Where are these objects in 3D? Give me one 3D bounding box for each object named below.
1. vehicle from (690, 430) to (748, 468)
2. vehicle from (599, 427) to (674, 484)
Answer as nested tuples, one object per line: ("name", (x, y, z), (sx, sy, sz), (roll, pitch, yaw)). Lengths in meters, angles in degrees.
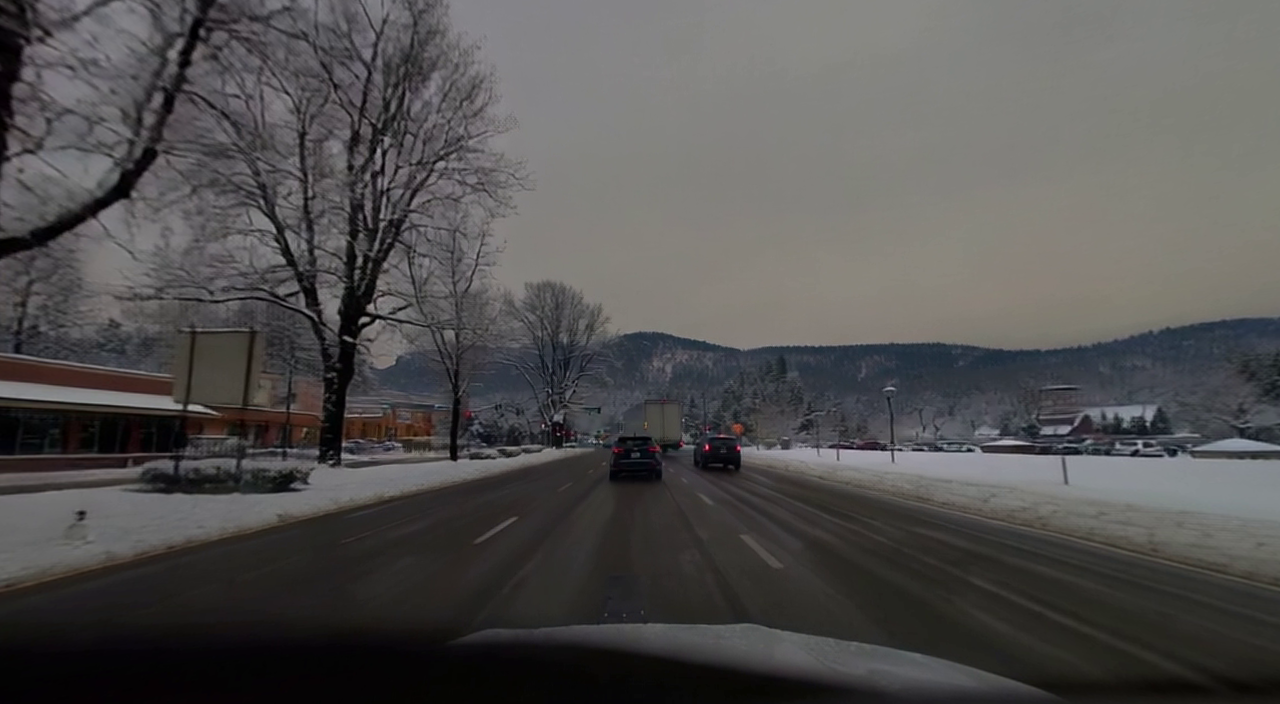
("vehicle", (3.643, 4.593, 29.869), (2.088, 1.655, 4.360), (0, -8, -1))
("vehicle", (-0.136, 3.306, 20.313), (2.193, 1.651, 3.946), (0, -8, -1))
